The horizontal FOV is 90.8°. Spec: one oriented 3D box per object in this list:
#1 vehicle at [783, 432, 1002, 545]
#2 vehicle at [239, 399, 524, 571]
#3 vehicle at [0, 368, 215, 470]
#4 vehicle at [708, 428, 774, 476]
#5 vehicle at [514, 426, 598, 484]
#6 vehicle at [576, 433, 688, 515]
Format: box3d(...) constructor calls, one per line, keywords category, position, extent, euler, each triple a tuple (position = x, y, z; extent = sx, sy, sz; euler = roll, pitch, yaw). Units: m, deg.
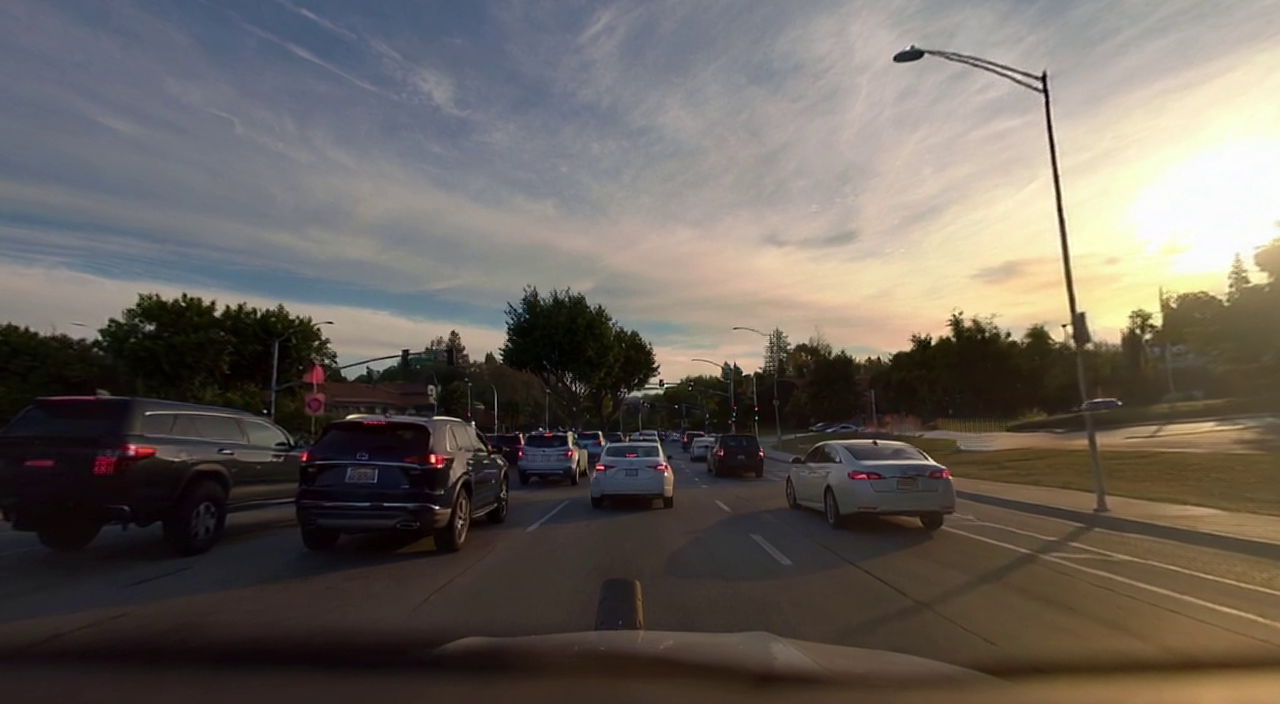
box3d(category="vehicle", position=(3.814, 2.114, 10.471), extent=(1.884, 1.463, 4.195), euler=(0, -8, 0))
box3d(category="vehicle", position=(-3.145, 1.756, 9.209), extent=(2.111, 1.745, 5.274), euler=(0, -8, -2))
box3d(category="vehicle", position=(-27.754, 3.472, 30.854), extent=(3.181, 4.189, 14.107), euler=(-1, -9, 5))
box3d(category="vehicle", position=(4.218, 4.259, 27.064), extent=(2.099, 1.845, 4.363), euler=(0, -8, 0))
box3d(category="vehicle", position=(-2.839, 3.632, 22.536), extent=(2.218, 1.829, 4.492), euler=(0, -8, 2))
box3d(category="vehicle", position=(-0.132, 2.560, 13.748), extent=(2.030, 1.477, 4.330), euler=(0, -8, 0))
